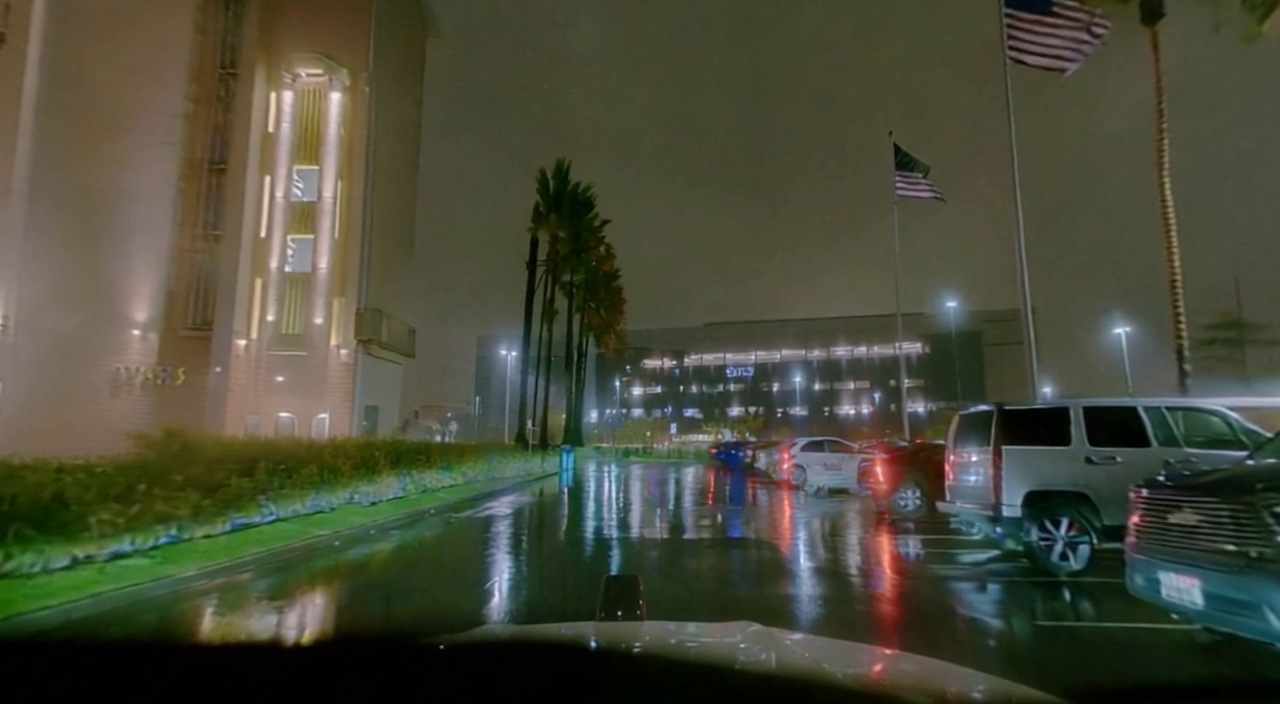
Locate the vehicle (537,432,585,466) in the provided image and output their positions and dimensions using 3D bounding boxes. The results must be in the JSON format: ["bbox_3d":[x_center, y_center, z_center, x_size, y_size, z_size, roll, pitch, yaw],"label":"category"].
[{"bbox_3d":[-4.708,5.875,38.080,1.943,1.890,4.472,0,-8,5],"label":"vehicle"}]

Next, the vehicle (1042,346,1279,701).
[{"bbox_3d":[5.442,0.958,3.835,4.567,1.723,1.926,0,-9,3],"label":"vehicle"}]

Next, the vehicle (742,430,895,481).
[{"bbox_3d":[6.556,3.876,23.746,5.254,1.793,1.998,-1,-9,7],"label":"vehicle"}]
